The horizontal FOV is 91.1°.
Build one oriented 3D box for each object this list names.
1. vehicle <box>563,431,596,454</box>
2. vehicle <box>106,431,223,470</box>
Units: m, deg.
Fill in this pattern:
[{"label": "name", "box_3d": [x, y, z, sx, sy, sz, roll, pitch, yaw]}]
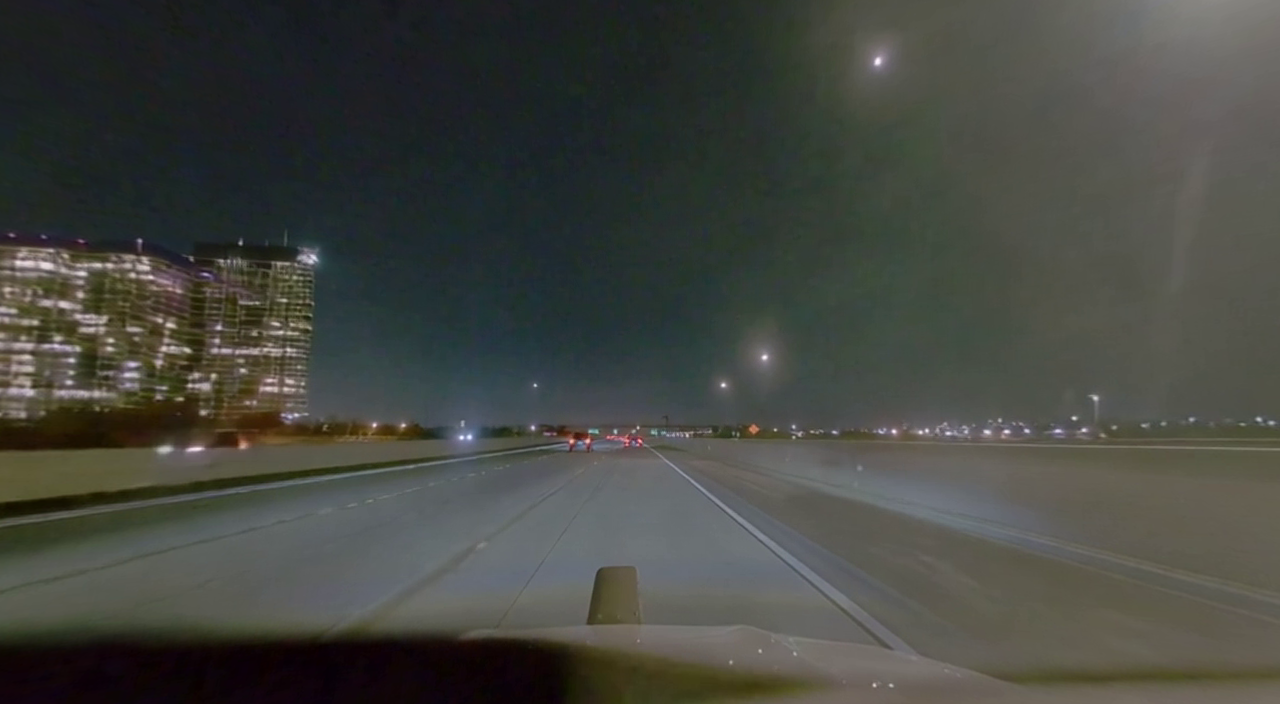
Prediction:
[{"label": "vehicle", "box_3d": [-4.577, 6.953, 48.357, 2.036, 1.612, 4.510, 0, -8, 1]}, {"label": "vehicle", "box_3d": [-20.719, 4.296, 27.644, 1.826, 1.549, 4.219, 0, -8, 0]}]
